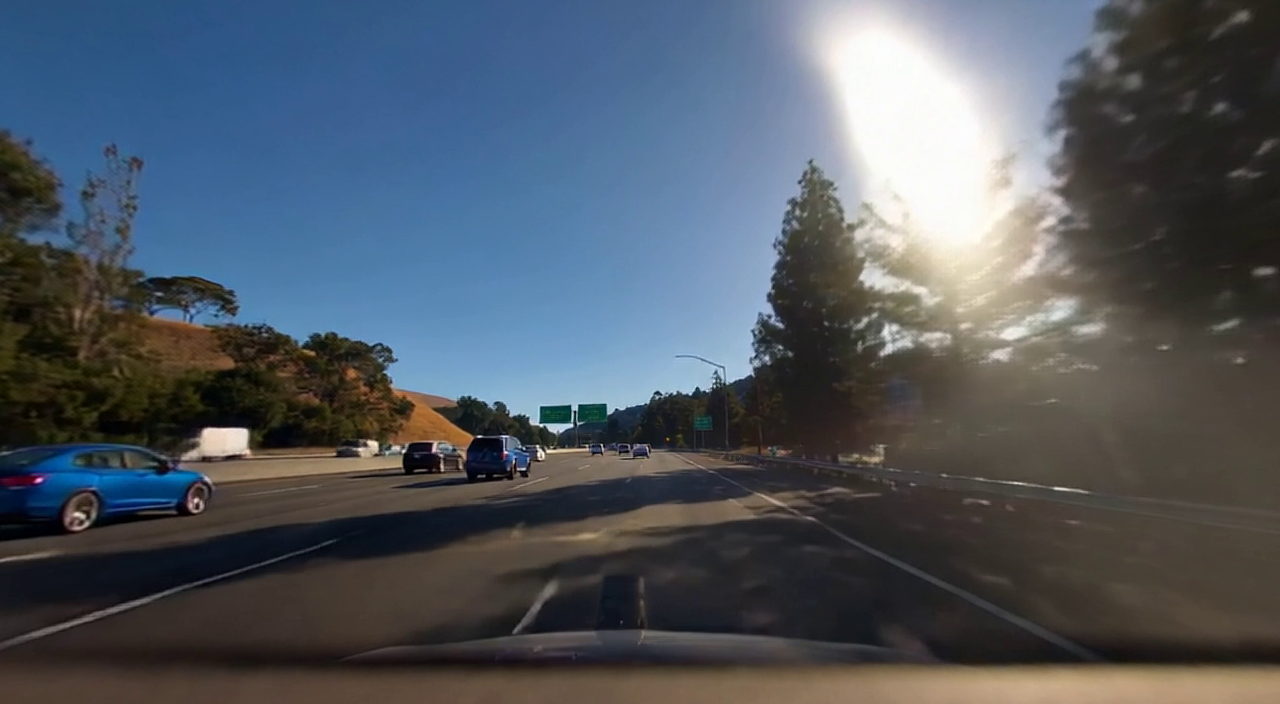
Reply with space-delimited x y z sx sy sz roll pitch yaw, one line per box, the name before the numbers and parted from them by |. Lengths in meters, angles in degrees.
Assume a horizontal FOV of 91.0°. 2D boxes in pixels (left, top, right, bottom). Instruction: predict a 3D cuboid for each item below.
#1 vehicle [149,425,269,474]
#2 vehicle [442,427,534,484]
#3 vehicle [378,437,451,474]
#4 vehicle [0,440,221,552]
vehicle | -30.647 6.988 45.333 2.798 3.163 7.890 0 -9 2
vehicle | -5.722 3.997 24.484 2.219 1.947 4.924 -1 -9 2
vehicle | -12.297 5.685 34.769 2.079 1.822 4.893 -1 -9 2
vehicle | -9.644 2.234 10.360 1.984 1.508 4.935 -1 -9 2
